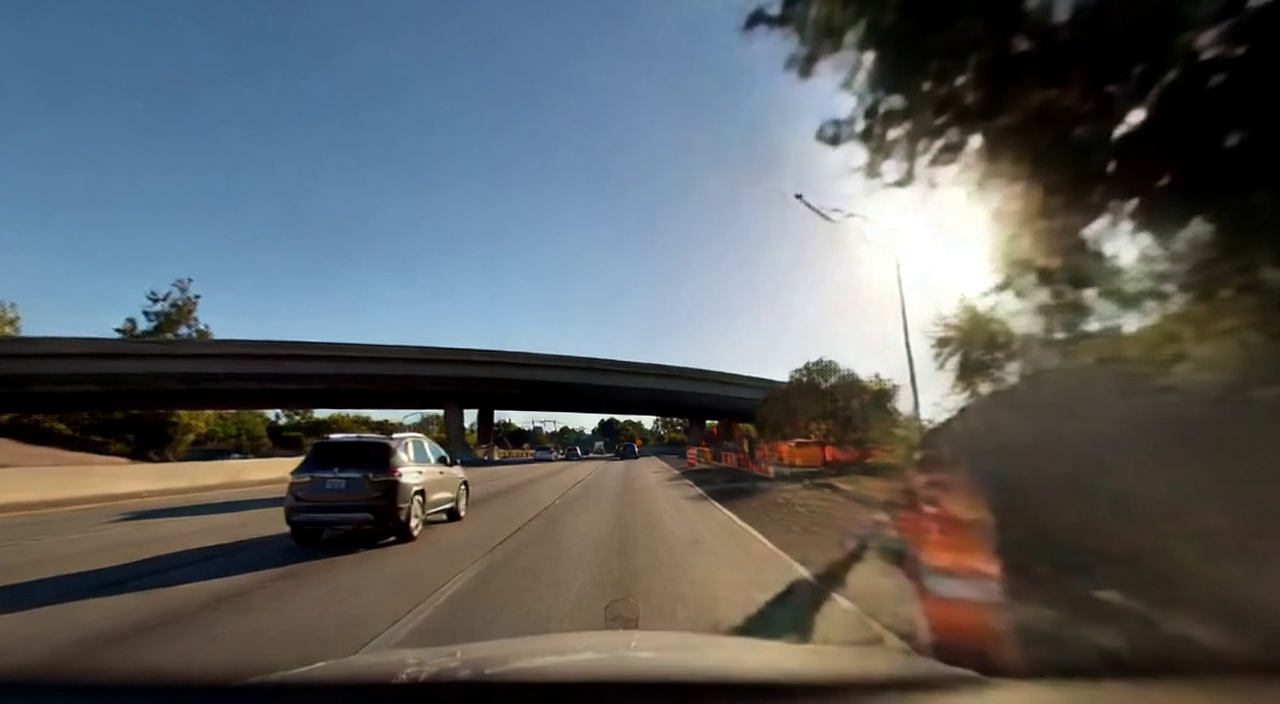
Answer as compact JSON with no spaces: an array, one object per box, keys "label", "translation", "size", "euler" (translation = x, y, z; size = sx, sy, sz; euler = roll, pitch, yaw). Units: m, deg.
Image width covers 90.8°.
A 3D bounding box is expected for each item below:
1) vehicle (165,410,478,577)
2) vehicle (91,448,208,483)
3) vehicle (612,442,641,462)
[{"label":"vehicle","translation":[-3.718,1.721,8.454],"size":[2.024,1.655,4.192],"euler":[0,-9,-1]},{"label":"vehicle","translation":[-24.829,5.739,32.279],"size":[1.957,1.617,5.007],"euler":[0,-9,0]},{"label":"vehicle","translation":[-1.050,7.486,47.378],"size":[2.051,1.459,4.092],"euler":[0,-8,-2]}]
